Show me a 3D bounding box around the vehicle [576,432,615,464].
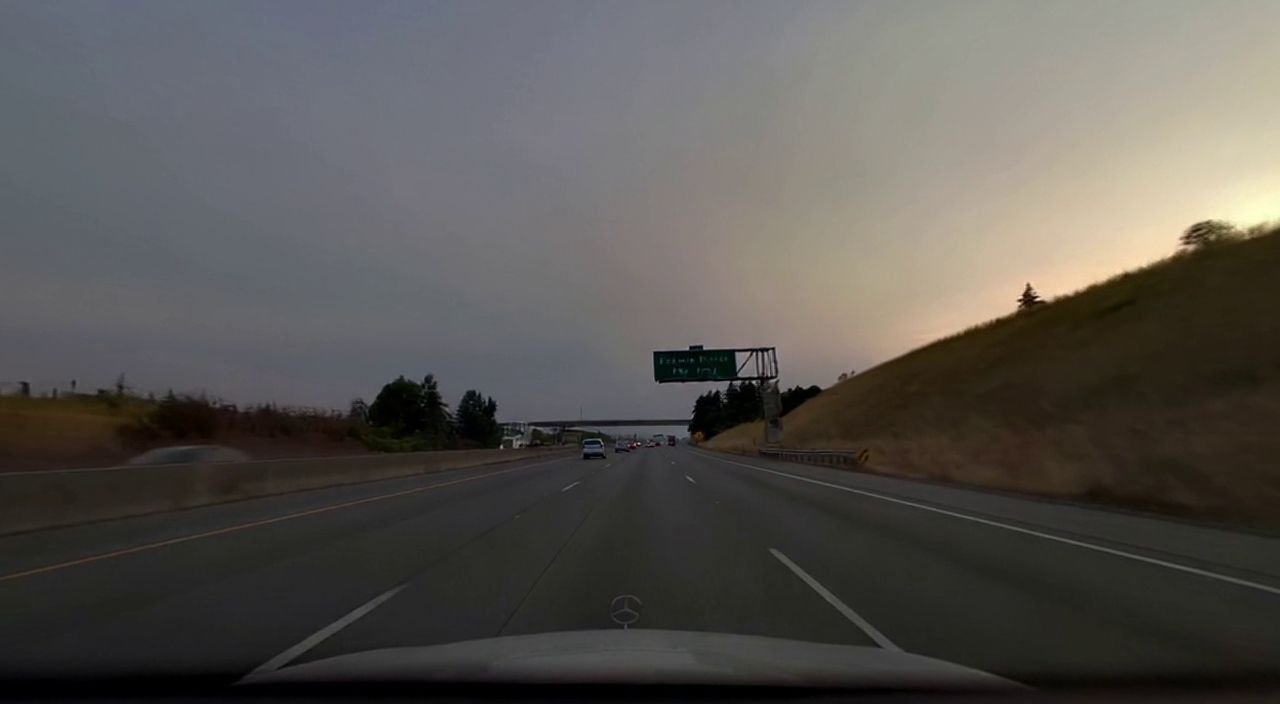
[{"bbox_3d":[-3.002,6.602,43.355,2.286,2.011,4.452,0,-8,2],"label":"vehicle"}]

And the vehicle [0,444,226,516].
[{"bbox_3d":[-12.895,3.070,15.736,1.911,1.515,4.508,0,-8,1],"label":"vehicle"}]
